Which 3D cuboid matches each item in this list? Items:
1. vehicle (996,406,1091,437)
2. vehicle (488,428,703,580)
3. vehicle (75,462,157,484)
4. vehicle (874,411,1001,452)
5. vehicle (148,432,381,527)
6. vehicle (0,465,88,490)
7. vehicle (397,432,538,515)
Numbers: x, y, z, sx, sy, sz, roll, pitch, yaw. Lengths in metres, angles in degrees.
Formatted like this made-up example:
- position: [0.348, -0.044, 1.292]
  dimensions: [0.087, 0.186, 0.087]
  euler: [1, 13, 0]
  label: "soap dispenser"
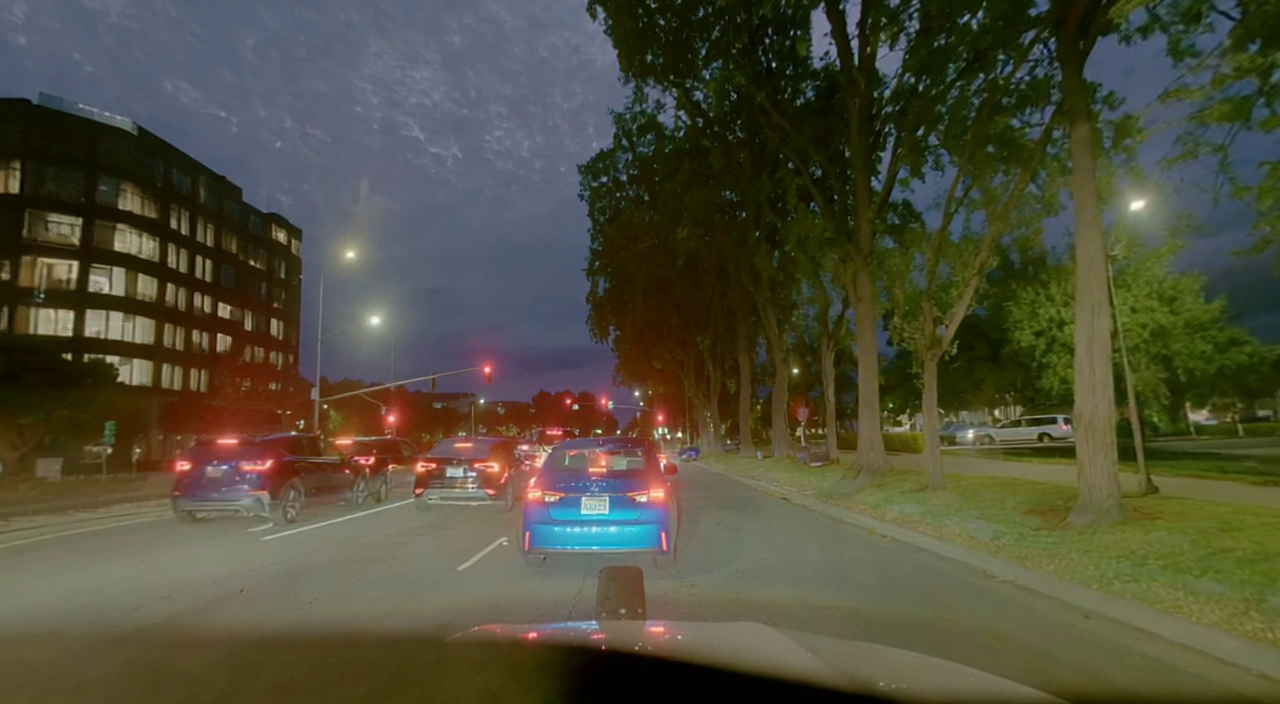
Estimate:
- position: [28.506, 4.950, 44.891]
  dimensions: [5.333, 1.880, 2.130]
  euler: [-7, -9, 26]
  label: "vehicle"
- position: [-0.423, 1.797, 8.234]
  dimensions: [2.104, 1.472, 3.946]
  euler: [0, -9, 0]
  label: "vehicle"
- position: [-36.354, 8.368, 43.886]
  dimensions: [3.918, 1.423, 1.861]
  euler: [0, -9, -1]
  label: "vehicle"
- position: [13.932, 3.774, 29.831]
  dimensions: [4.975, 1.809, 1.956]
  euler: [0, -9, 1]
  label: "vehicle"
- position: [-7.284, 2.505, 12.944]
  dimensions: [2.096, 1.593, 4.288]
  euler: [0, -9, 1]
  label: "vehicle"
- position: [-36.618, 7.634, 38.536]
  dimensions: [4.093, 1.440, 1.804]
  euler: [0, -9, 0]
  label: "vehicle"
- position: [-3.631, 2.637, 14.148]
  dimensions: [1.969, 1.570, 4.019]
  euler: [0, -9, 1]
  label: "vehicle"
